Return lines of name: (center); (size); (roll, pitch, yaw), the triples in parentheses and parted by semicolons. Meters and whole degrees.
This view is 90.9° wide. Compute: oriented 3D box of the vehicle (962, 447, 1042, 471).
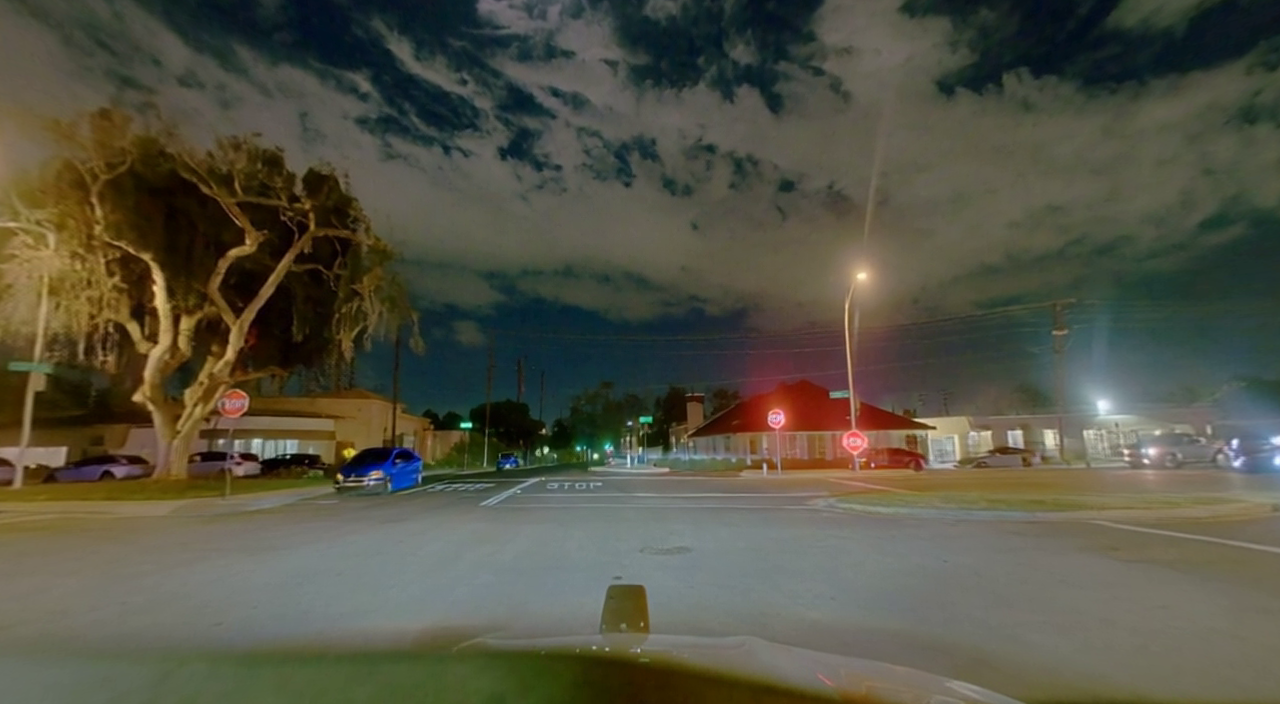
vehicle: (24.420, 7.219, 42.600); (4.323, 1.507, 1.896); (1, -8, -5)

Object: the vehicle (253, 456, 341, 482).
vehicle: (-21.182, 7.222, 39.087); (4.277, 1.527, 1.987); (0, -8, -4)

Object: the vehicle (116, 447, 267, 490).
vehicle: (-18.458, 4.757, 26.186); (2.010, 1.583, 4.582); (-6, -10, 33)

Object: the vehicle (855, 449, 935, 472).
vehicle: (16.972, 7.221, 42.039); (4.528, 1.458, 1.939); (1, -7, -6)

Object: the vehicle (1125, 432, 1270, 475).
vehicle: (28.152, 5.088, 31.948); (5.277, 2.032, 2.408); (1, -7, -5)

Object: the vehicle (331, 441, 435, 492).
vehicle: (-9.270, 4.182, 23.264); (2.156, 1.620, 4.945); (0, -9, -5)
